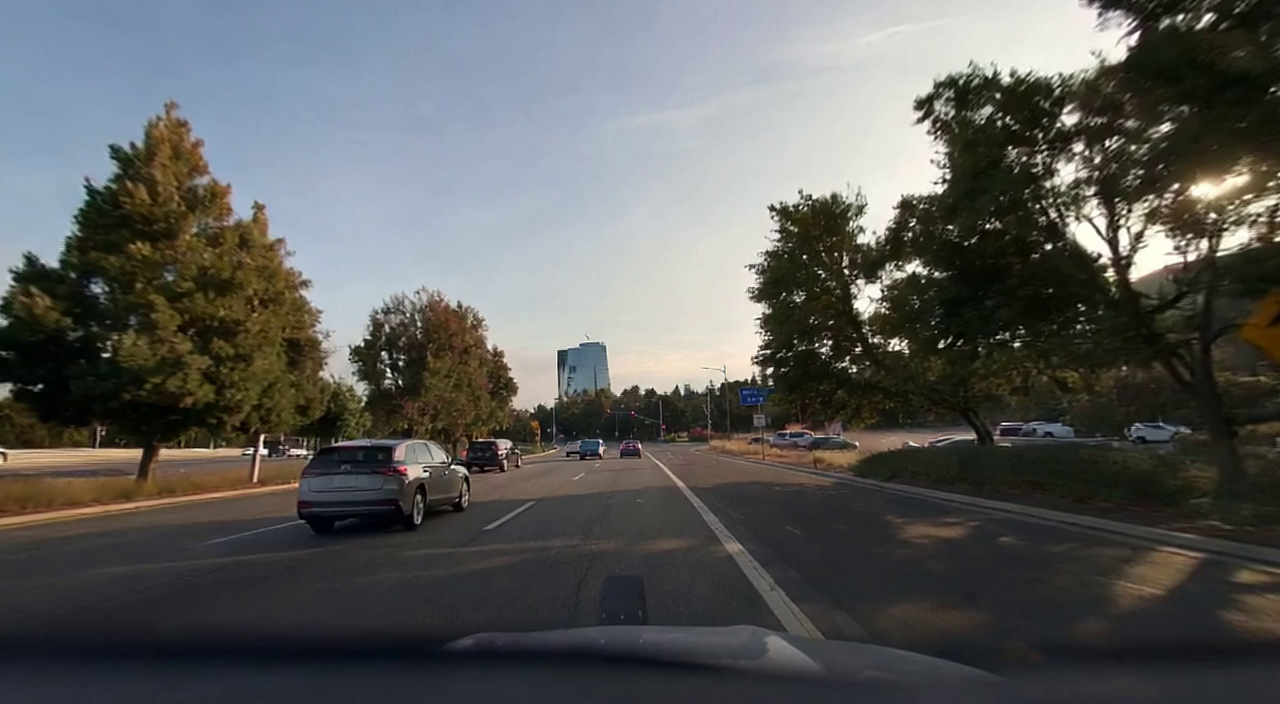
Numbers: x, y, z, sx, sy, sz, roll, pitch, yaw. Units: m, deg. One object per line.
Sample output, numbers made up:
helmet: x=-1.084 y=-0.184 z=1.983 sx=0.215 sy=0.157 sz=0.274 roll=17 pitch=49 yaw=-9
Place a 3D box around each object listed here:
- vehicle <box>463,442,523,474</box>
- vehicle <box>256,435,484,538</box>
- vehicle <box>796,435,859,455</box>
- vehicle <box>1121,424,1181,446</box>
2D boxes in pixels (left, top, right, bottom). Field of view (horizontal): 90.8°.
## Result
vehicle: x=-7.235 y=5.235 z=31.523 sx=1.852 sy=1.458 sz=4.422 roll=0 pitch=-8 yaw=1
vehicle: x=-4.532 y=2.308 z=11.562 sx=1.920 sy=1.480 sz=4.549 roll=-1 pitch=-8 yaw=4
vehicle: x=14.502 y=7.208 z=48.820 sx=4.505 sy=1.472 sz=2.020 roll=4 pitch=-10 yaw=-27
vehicle: x=39.766 y=6.487 z=49.132 sx=4.191 sy=1.660 sz=2.091 roll=5 pitch=-10 yaw=-30
